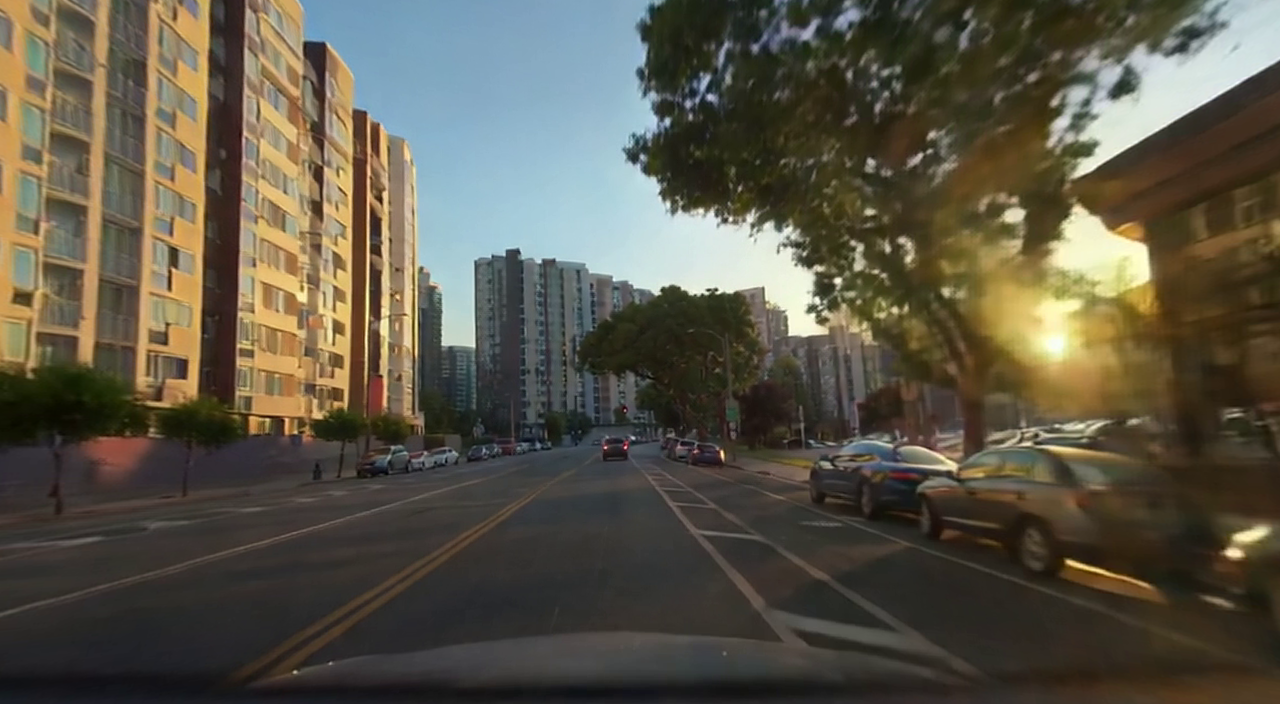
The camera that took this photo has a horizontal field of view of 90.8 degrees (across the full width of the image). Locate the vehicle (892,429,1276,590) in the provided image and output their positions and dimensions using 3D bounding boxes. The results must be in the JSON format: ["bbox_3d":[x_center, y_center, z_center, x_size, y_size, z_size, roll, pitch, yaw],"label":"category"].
[{"bbox_3d":[5.005,1.778,8.041,1.797,1.486,4.154,0,-8,-1],"label":"vehicle"}]

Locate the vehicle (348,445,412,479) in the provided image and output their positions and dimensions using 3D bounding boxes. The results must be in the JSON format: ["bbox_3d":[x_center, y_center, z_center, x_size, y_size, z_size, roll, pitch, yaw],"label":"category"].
[{"bbox_3d":[-13.990,5.909,34.306,1.908,1.694,4.306,1,-8,-5],"label":"vehicle"}]

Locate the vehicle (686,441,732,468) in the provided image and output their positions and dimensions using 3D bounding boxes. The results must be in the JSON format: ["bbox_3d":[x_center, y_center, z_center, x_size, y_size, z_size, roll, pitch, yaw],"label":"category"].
[{"bbox_3d":[3.975,5.971,37.027,2.085,1.466,4.276,0,-8,-2],"label":"vehicle"}]
